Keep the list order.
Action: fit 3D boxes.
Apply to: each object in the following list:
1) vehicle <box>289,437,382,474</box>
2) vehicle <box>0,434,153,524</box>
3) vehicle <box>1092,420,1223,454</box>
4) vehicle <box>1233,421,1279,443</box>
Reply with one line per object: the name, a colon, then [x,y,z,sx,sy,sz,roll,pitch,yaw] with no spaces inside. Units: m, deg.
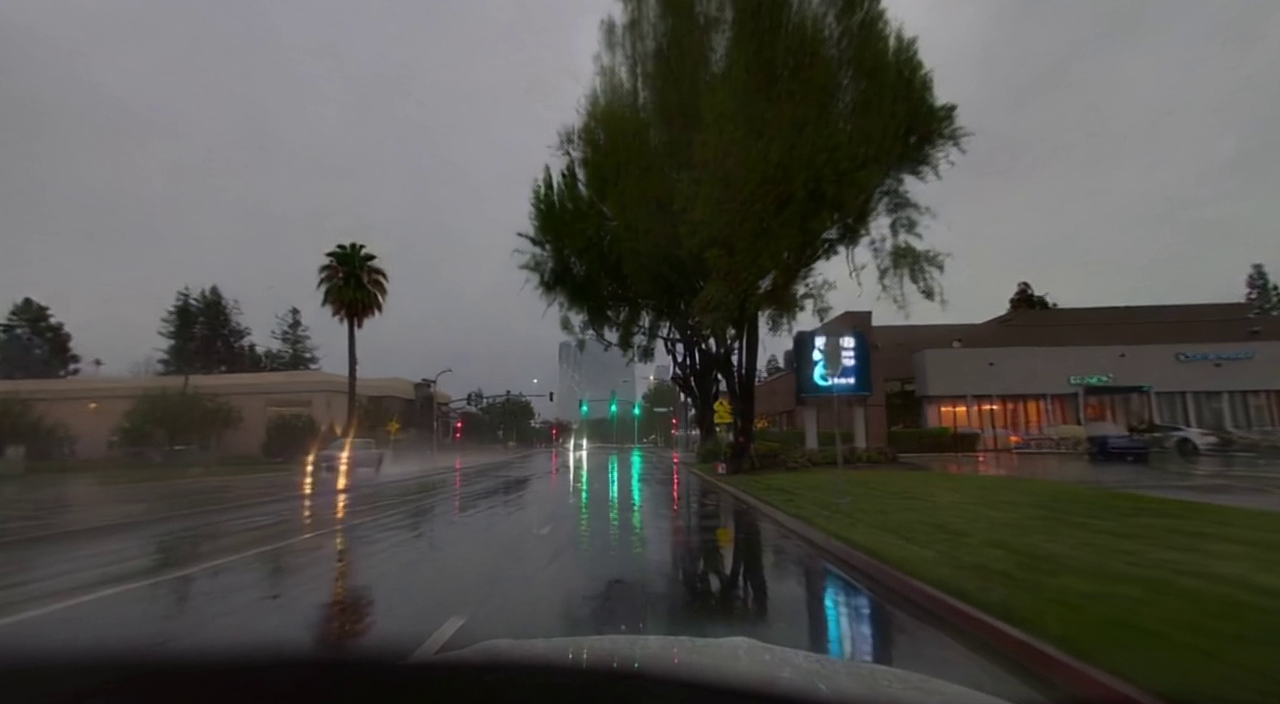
vehicle: [-16.757,5.709,34.938,2.221,1.832,5.572,0,-8,2]
vehicle: [-12.050,2.323,11.741,2.078,1.532,4.627,0,-8,1]
vehicle: [25.290,4.184,30.796,4.649,1.611,1.945,0,-8,0]
vehicle: [45.242,5.674,44.581,4.301,1.498,1.875,0,-8,0]
